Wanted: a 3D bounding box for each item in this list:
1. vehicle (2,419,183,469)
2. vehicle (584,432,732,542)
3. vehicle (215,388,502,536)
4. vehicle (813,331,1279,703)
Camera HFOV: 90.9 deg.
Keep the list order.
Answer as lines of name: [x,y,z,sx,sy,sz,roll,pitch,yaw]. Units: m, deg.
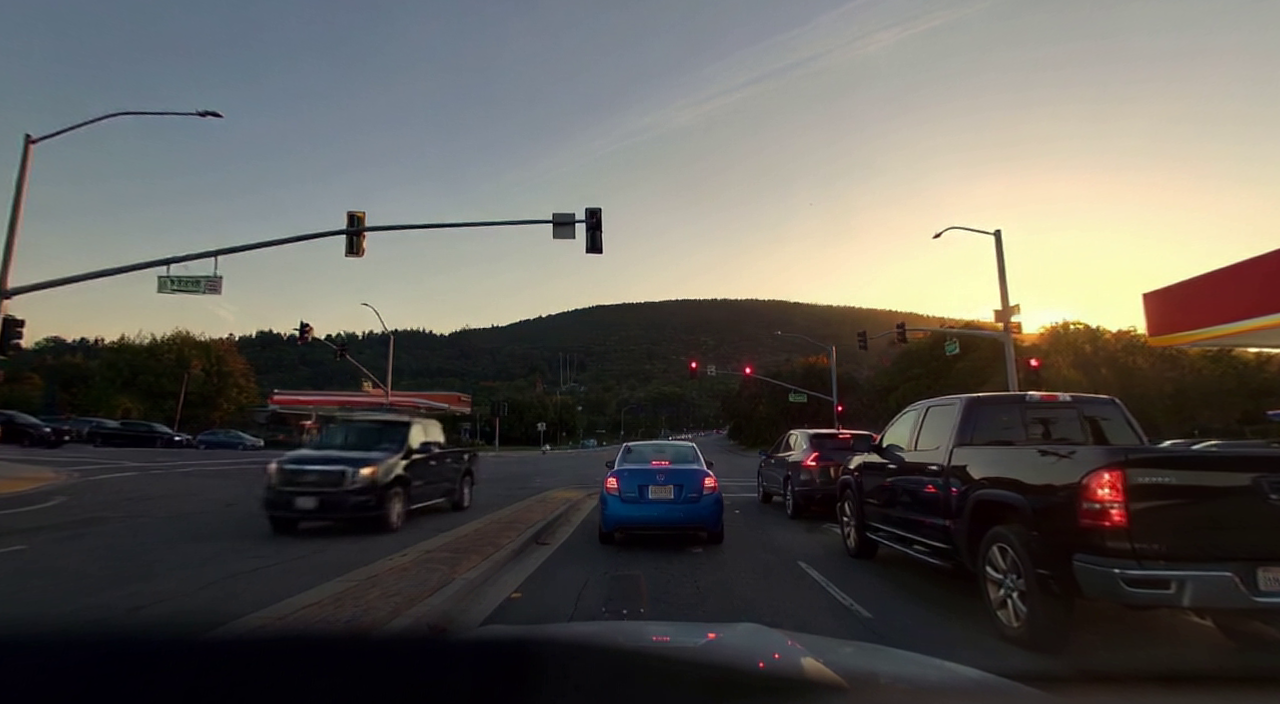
vehicle: [-19.704,3.334,22.858,4.742,1.720,2.107,-1,-8,5]
vehicle: [0.252,2.140,10.653,2.027,1.494,3.824,0,-8,0]
vehicle: [-4.745,2.011,12.090,2.615,2.031,5.638,2,-8,3]
vehicle: [3.585,1.279,5.746,2.277,1.871,6.143,0,-8,0]
